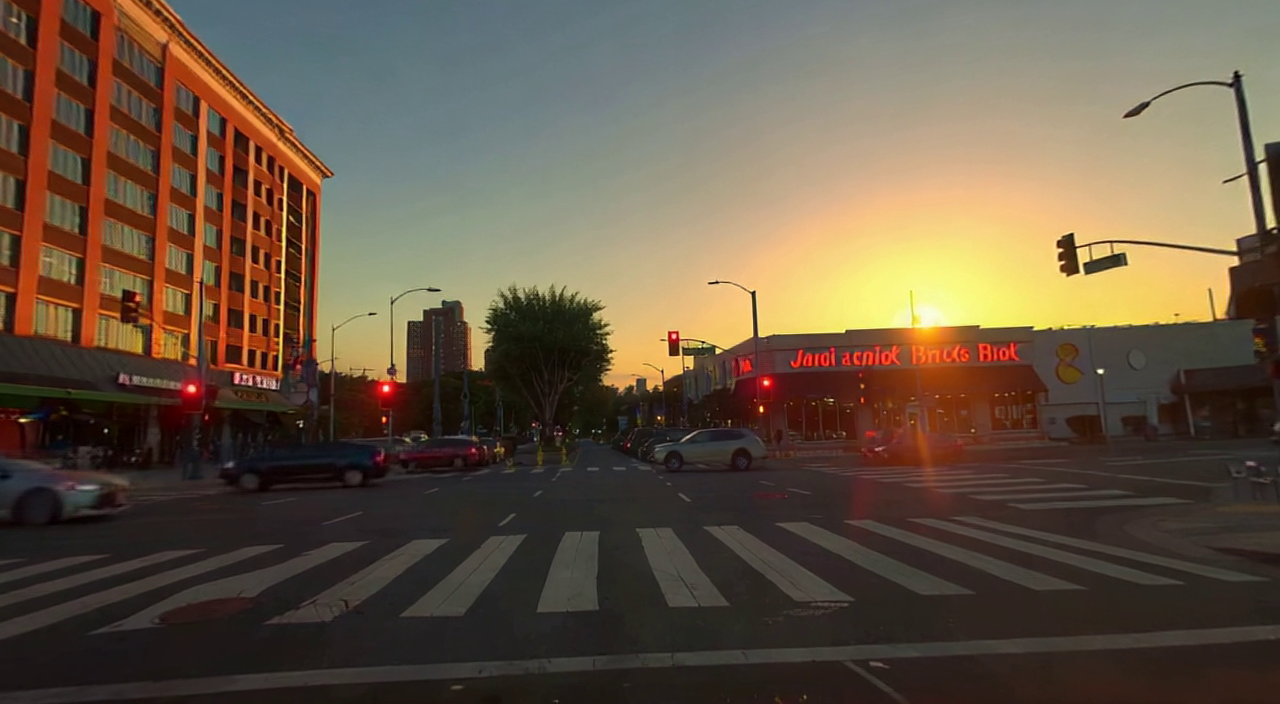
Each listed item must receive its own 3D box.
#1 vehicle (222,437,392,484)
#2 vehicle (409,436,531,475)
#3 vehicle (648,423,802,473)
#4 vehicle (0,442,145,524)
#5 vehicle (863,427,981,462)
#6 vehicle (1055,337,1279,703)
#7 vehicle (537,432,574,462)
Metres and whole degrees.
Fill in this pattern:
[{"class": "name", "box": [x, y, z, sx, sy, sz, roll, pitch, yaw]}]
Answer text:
[{"class": "vehicle", "box": [-11.023, 3.611, 21.232, 4.643, 1.476, 1.820, 1, -9, -8]}, {"class": "vehicle", "box": [-6.629, 4.072, 25.056, 4.461, 1.443, 1.715, 1, -9, -9]}, {"class": "vehicle", "box": [2.688, 3.108, 20.540, 4.612, 1.521, 1.811, 1, -9, -9]}, {"class": "vehicle", "box": [-13.001, 2.526, 12.404, 4.758, 1.480, 1.849, 1, -8, -8]}, {"class": "vehicle", "box": [12.412, 4.086, 27.955, 4.475, 1.458, 1.681, 1, -9, -7]}, {"class": "vehicle", "box": [3.017, 0.609, 0.869, 1.866, 1.654, 4.354, 0, -8, 0]}, {"class": "vehicle", "box": [-5.105, 5.803, 38.679, 1.976, 1.683, 4.117, 0, -8, -4]}]
